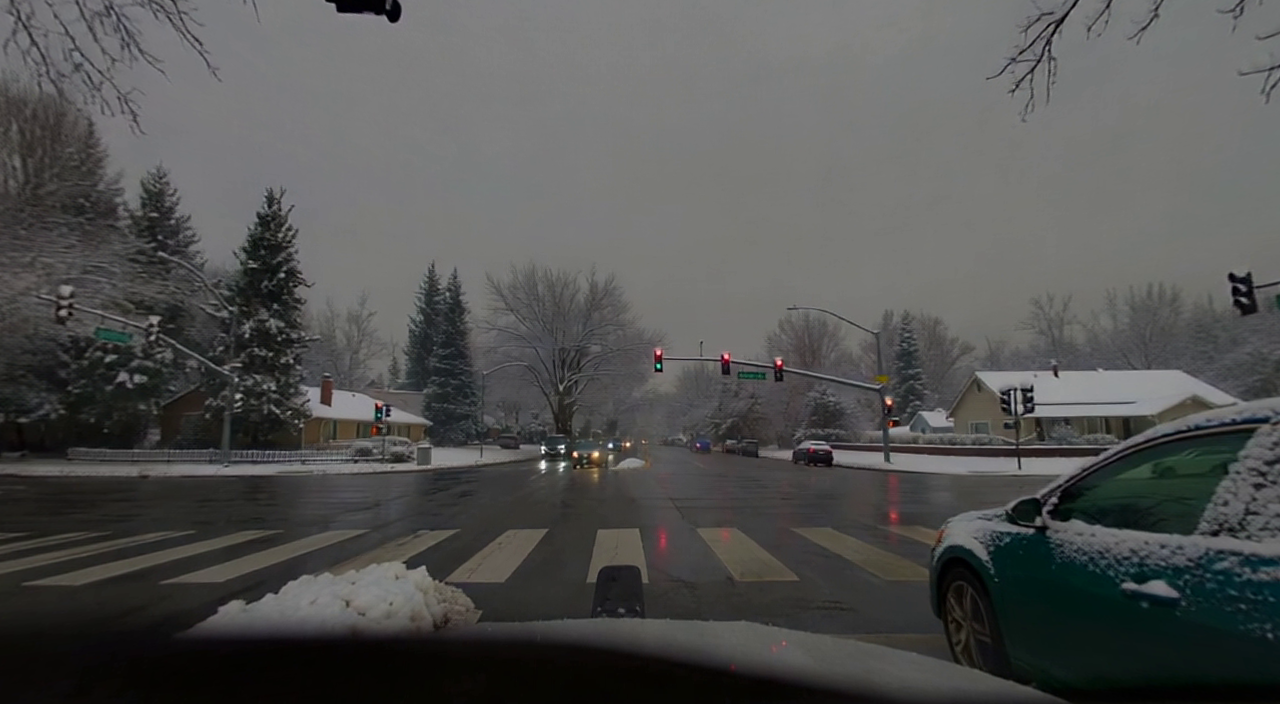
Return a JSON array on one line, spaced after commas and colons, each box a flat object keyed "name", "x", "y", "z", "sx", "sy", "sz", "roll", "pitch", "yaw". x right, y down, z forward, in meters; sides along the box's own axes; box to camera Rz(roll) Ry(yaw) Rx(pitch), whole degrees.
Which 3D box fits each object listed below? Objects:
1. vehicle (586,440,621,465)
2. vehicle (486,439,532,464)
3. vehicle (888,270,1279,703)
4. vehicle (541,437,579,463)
[{"name": "vehicle", "x": -2.356, "y": 6.570, "z": 41.414, "sx": 2.046, "sy": 1.491, "sz": 4.118, "roll": 0, "pitch": -9, "yaw": 0}, {"name": "vehicle", "x": -8.951, "y": 6.858, "z": 43.632, "sx": 2.028, "sy": 1.654, "sz": 5.027, "roll": 0, "pitch": -9, "yaw": 1}, {"name": "vehicle", "x": 2.715, "y": 0.710, "z": 1.736, "sx": 2.085, "sy": 1.800, "sz": 4.908, "roll": 0, "pitch": -9, "yaw": 0}, {"name": "vehicle", "x": -5.535, "y": 6.899, "z": 44.401, "sx": 2.091, "sy": 1.707, "sz": 4.157, "roll": 0, "pitch": -9, "yaw": 0}]
